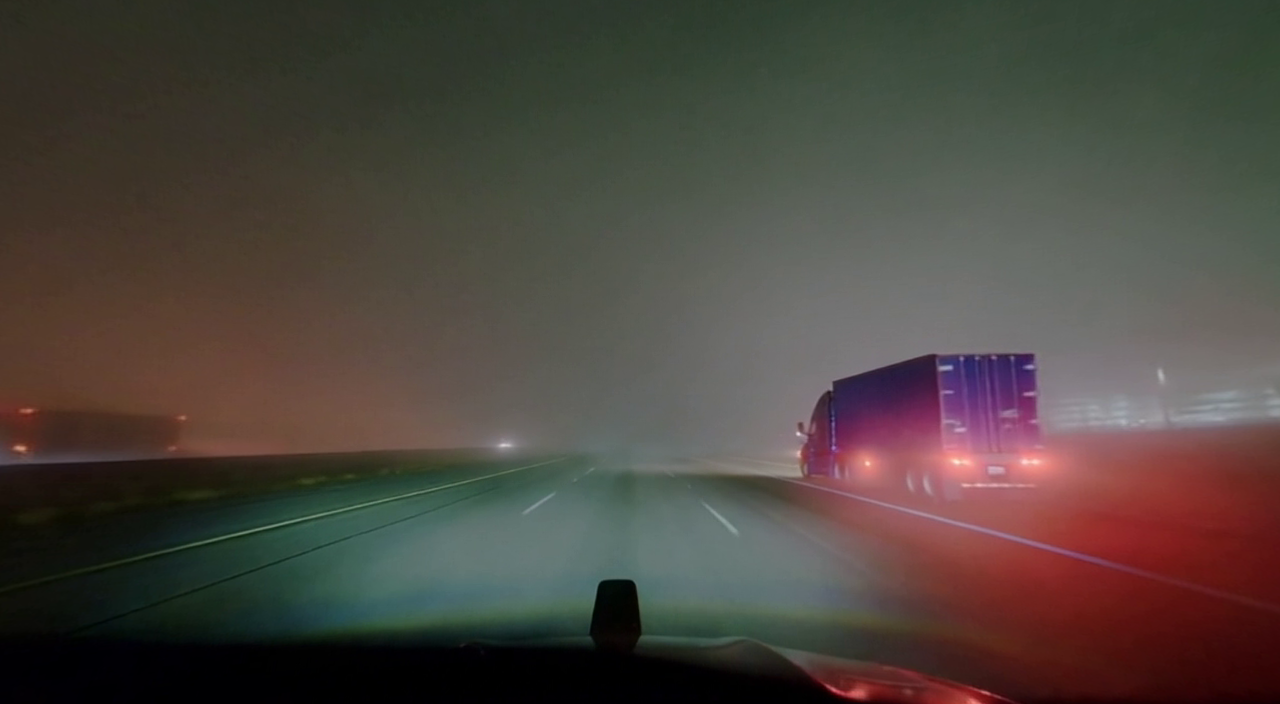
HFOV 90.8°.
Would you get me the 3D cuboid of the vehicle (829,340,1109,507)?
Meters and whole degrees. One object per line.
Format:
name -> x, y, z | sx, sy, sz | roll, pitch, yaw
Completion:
vehicle -> 7.057, 1.819, 15.158 | 2.627, 3.011, 7.287 | 0, -9, -1
